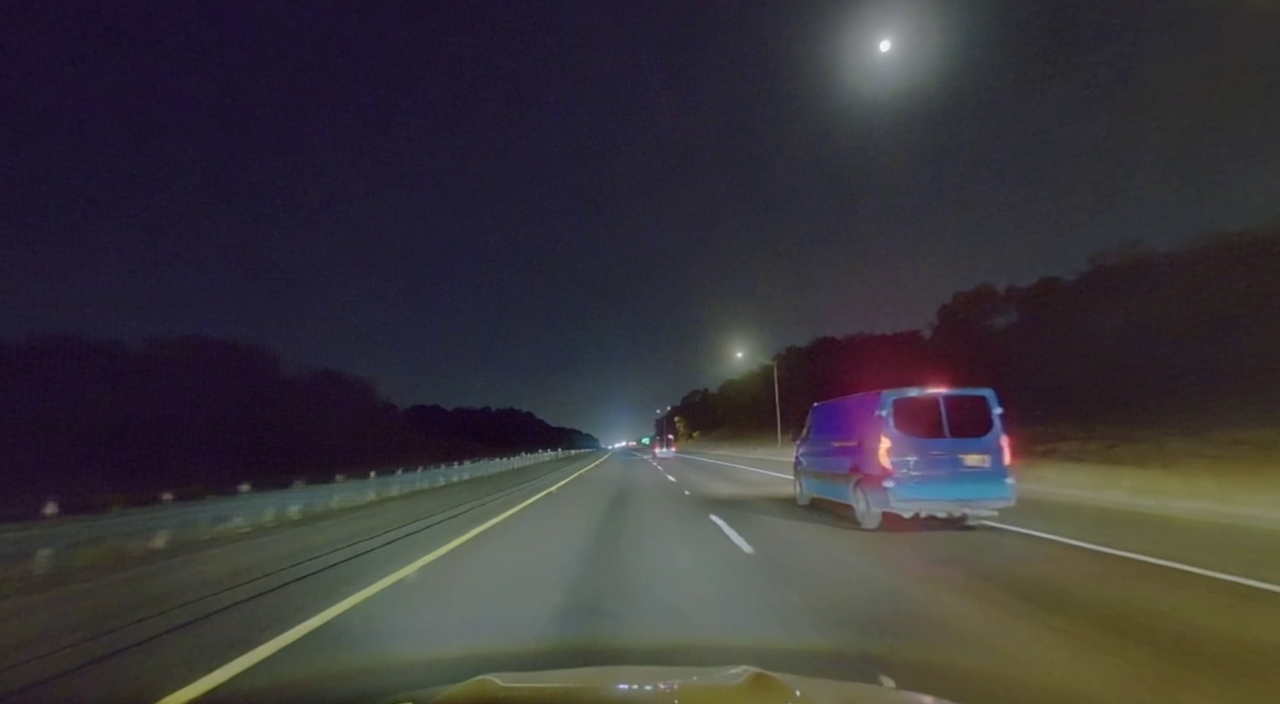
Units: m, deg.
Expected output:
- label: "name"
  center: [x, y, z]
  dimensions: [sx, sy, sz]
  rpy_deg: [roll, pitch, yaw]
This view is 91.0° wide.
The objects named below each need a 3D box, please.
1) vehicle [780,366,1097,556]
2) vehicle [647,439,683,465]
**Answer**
- label: "vehicle"
  center: [3.803, 1.519, 9.310]
  dimensions: [2.269, 2.048, 4.679]
  rpy_deg: [-1, -8, -1]
- label: "vehicle"
  center: [1.505, 6.128, 38.801]
  dimensions: [2.005, 1.466, 3.739]
  rpy_deg: [-1, -8, 0]
